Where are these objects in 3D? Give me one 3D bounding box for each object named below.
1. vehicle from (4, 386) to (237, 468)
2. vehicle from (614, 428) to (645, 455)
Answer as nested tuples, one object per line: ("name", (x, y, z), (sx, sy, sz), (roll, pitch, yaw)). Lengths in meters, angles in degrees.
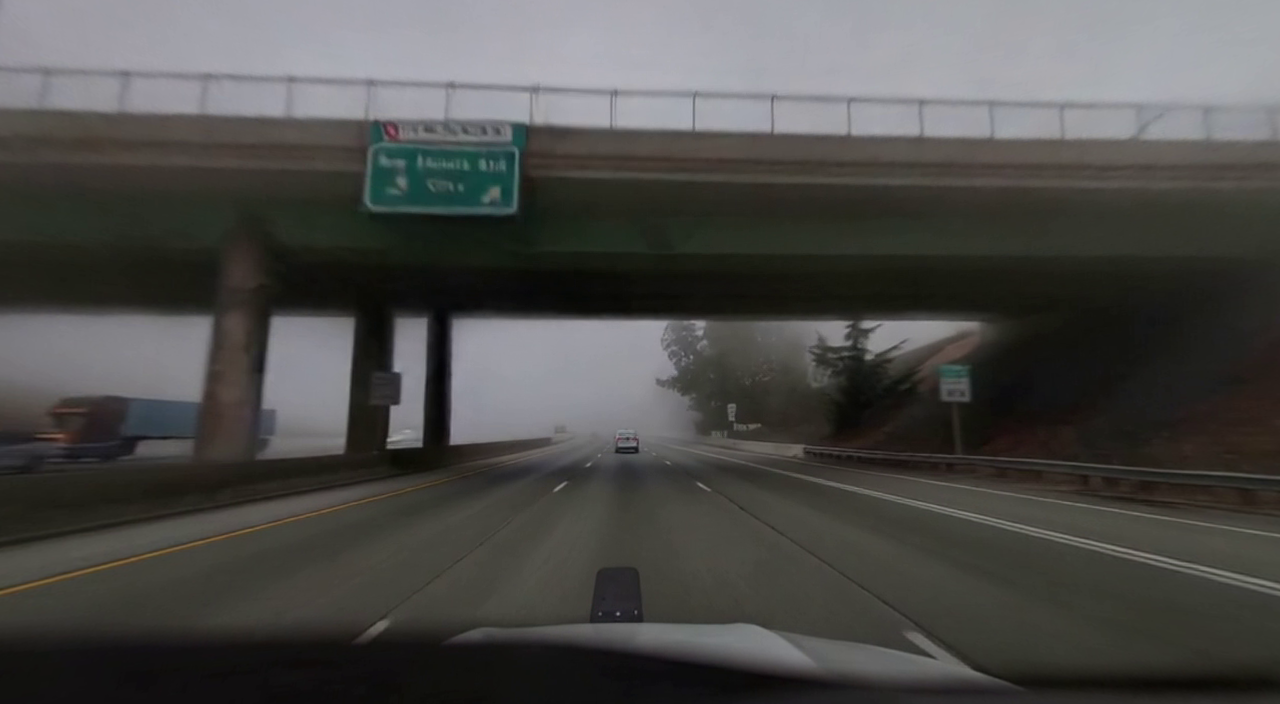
("vehicle", (-24.358, 3.726, 30.626), (2.906, 3.332, 9.656), (0, -8, 1))
("vehicle", (-0.824, 6.859, 48.324), (2.277, 1.913, 4.510), (0, -8, -1))
